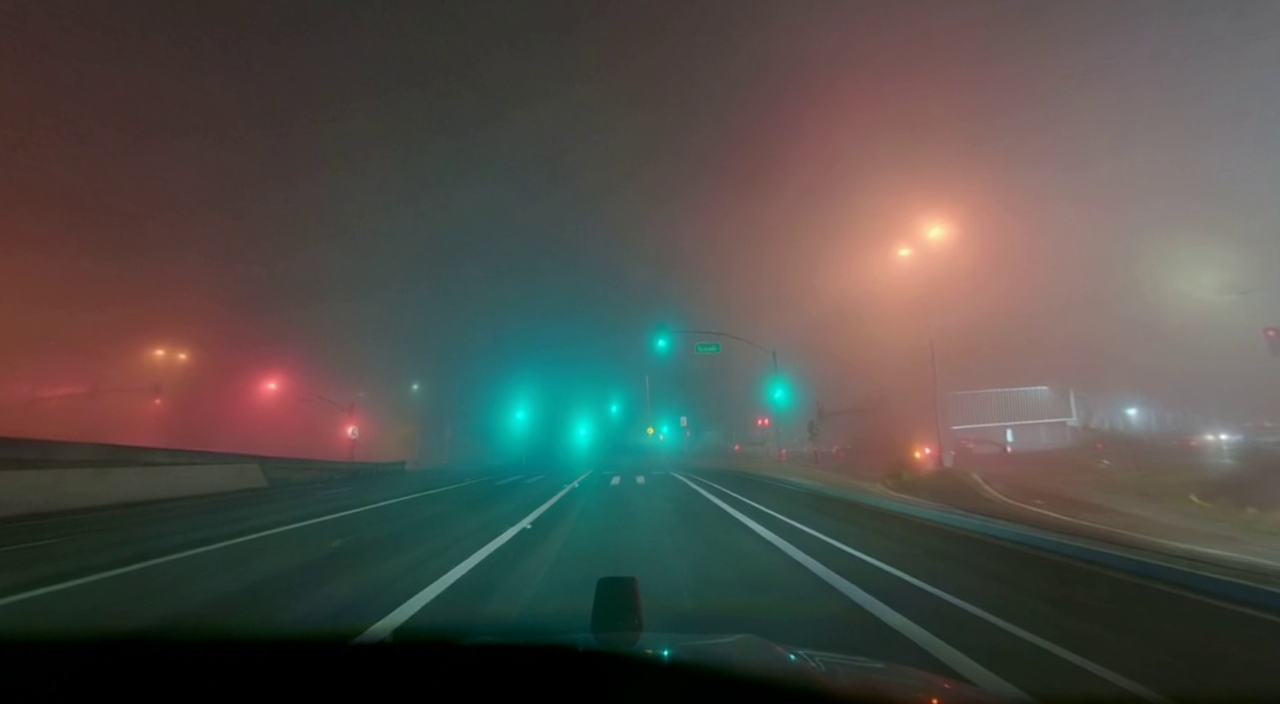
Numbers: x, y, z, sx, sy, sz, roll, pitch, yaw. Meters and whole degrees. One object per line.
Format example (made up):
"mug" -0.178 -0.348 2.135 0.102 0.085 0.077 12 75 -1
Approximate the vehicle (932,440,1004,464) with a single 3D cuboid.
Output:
"vehicle" 21.693 6.609 41.648 1.717 1.486 3.824 4 -9 -32

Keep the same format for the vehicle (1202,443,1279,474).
"vehicle" 29.944 5.074 29.960 4.203 1.391 1.775 -5 -9 27
